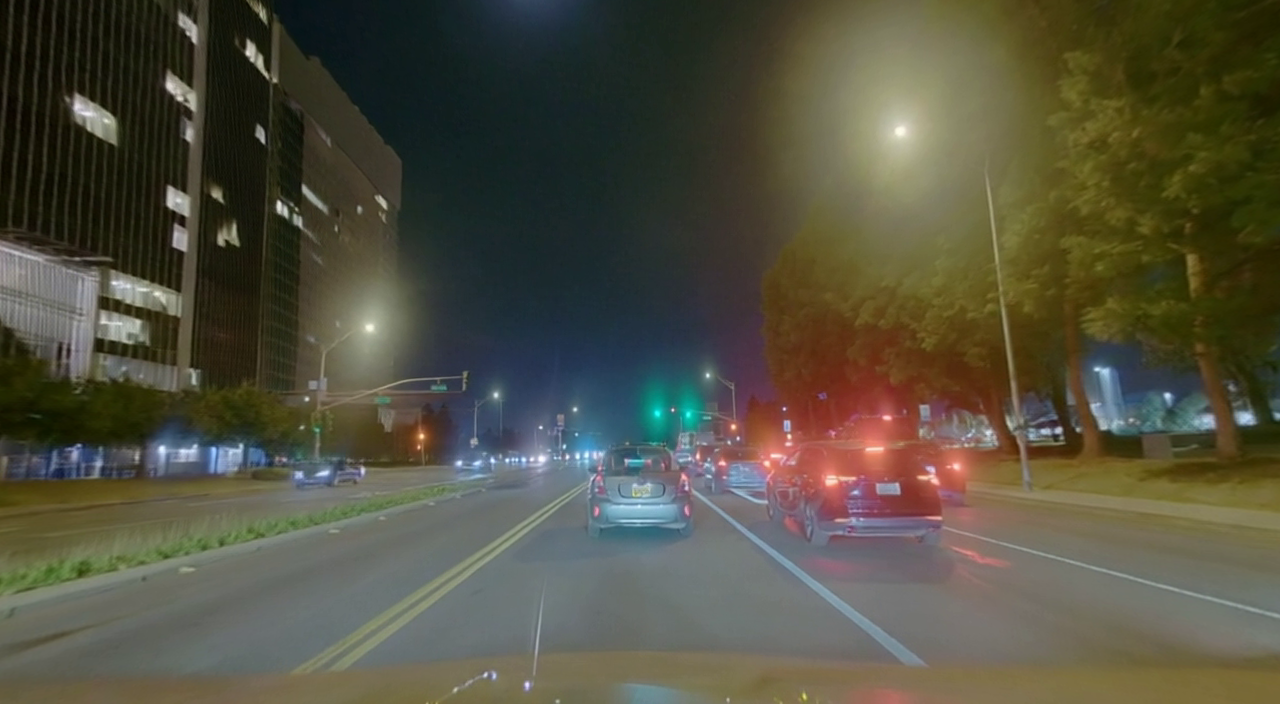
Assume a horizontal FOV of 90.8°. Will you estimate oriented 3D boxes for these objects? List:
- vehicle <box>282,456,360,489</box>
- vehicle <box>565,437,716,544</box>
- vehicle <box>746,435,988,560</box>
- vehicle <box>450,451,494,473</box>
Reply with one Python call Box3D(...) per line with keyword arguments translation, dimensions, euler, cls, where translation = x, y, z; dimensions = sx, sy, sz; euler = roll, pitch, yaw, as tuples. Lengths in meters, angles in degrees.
Box3D(translation=(-16.543, 6.241, 33.034), dimensions=(1.864, 1.489, 4.346), euler=(0, -8, 0), cls="vehicle")
Box3D(translation=(-0.040, 2.254, 10.983), dimensions=(2.105, 1.474, 4.127), euler=(0, -8, -1), cls="vehicle")
Box3D(translation=(3.129, 2.090, 9.943), dimensions=(1.995, 1.483, 4.533), euler=(0, -8, -2), cls="vehicle")
Box3D(translation=(-12.551, 8.264, 47.604), dimensions=(2.020, 1.533, 4.620), euler=(0, -8, 0), cls="vehicle")
